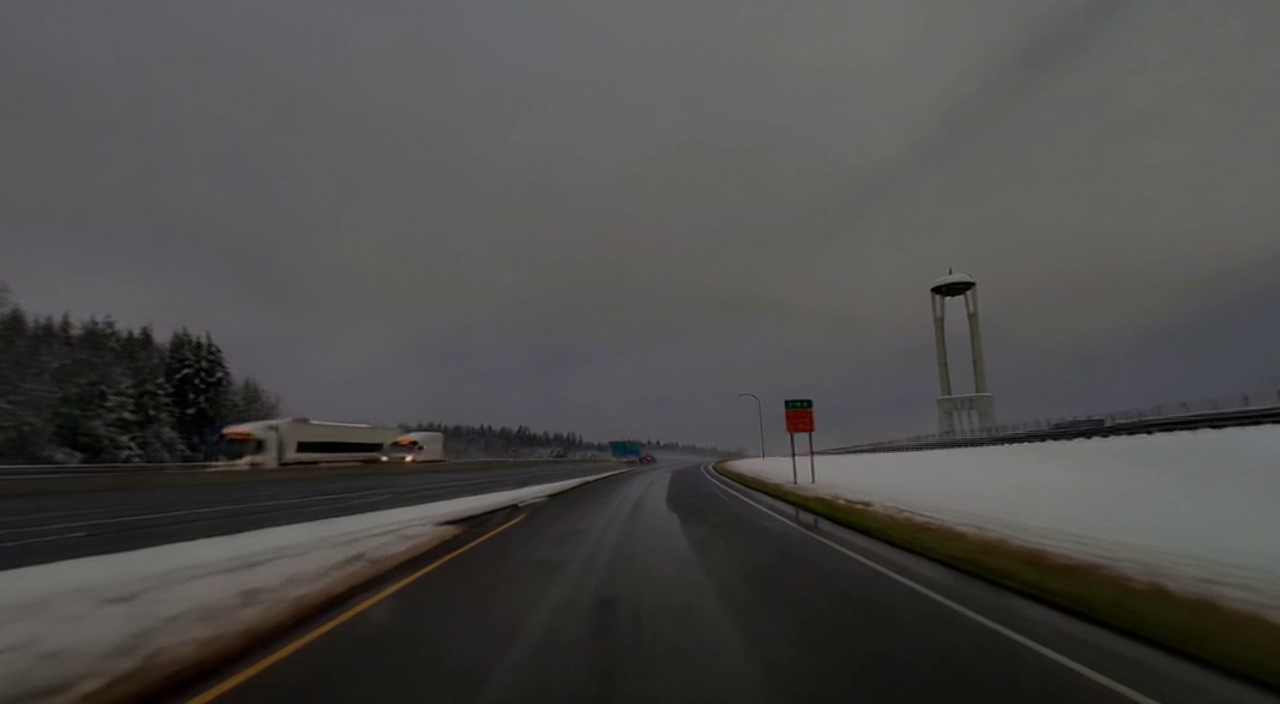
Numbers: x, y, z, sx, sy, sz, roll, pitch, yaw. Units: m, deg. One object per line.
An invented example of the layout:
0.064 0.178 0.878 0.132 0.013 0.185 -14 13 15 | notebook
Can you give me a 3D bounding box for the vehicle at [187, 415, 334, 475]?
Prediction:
-27.256 6.882 46.291 2.902 3.853 10.705 -2 -9 8 | vehicle
